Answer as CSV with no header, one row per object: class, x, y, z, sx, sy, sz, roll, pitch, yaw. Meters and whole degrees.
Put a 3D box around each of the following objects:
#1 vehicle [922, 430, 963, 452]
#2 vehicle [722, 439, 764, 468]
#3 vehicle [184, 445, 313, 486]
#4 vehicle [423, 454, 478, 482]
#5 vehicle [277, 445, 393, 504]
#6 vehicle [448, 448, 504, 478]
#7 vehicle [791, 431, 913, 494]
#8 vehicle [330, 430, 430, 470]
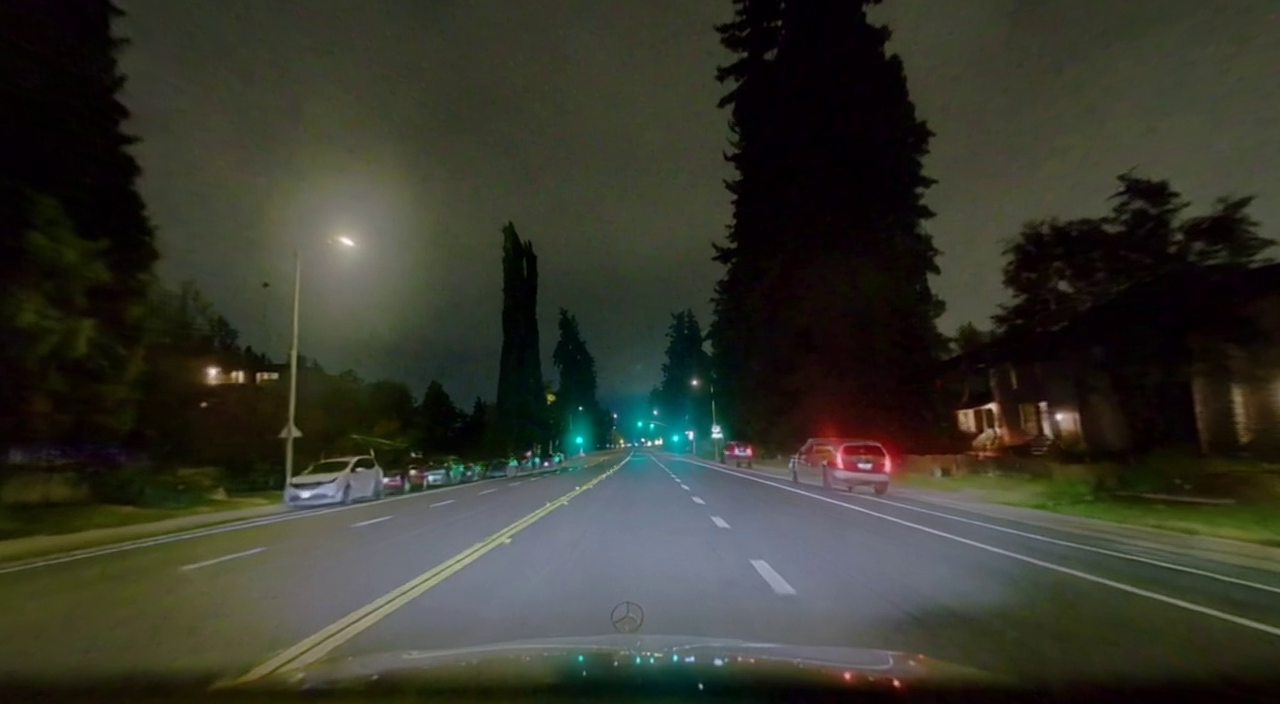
vehicle,22.218,6.568,46.527,1.859,1.480,4.723,-3,-8,15
vehicle,7.362,7.329,45.760,2.103,1.912,4.892,0,-9,-1
vehicle,-18.508,5.378,30.017,4.699,1.853,2.095,-1,-8,2
vehicle,-10.758,6.594,36.131,1.838,1.450,4.317,0,-8,0
vehicle,-10.723,4.319,22.626,1.996,1.781,4.139,-3,-9,2
vehicle,-10.664,7.215,41.468,2.050,1.769,5.585,-1,-9,1
vehicle,7.414,3.926,22.986,2.224,1.956,6.057,0,-8,-1
vehicle,-20.466,7.756,50.000,6.604,3.012,2.656,0,-9,1
